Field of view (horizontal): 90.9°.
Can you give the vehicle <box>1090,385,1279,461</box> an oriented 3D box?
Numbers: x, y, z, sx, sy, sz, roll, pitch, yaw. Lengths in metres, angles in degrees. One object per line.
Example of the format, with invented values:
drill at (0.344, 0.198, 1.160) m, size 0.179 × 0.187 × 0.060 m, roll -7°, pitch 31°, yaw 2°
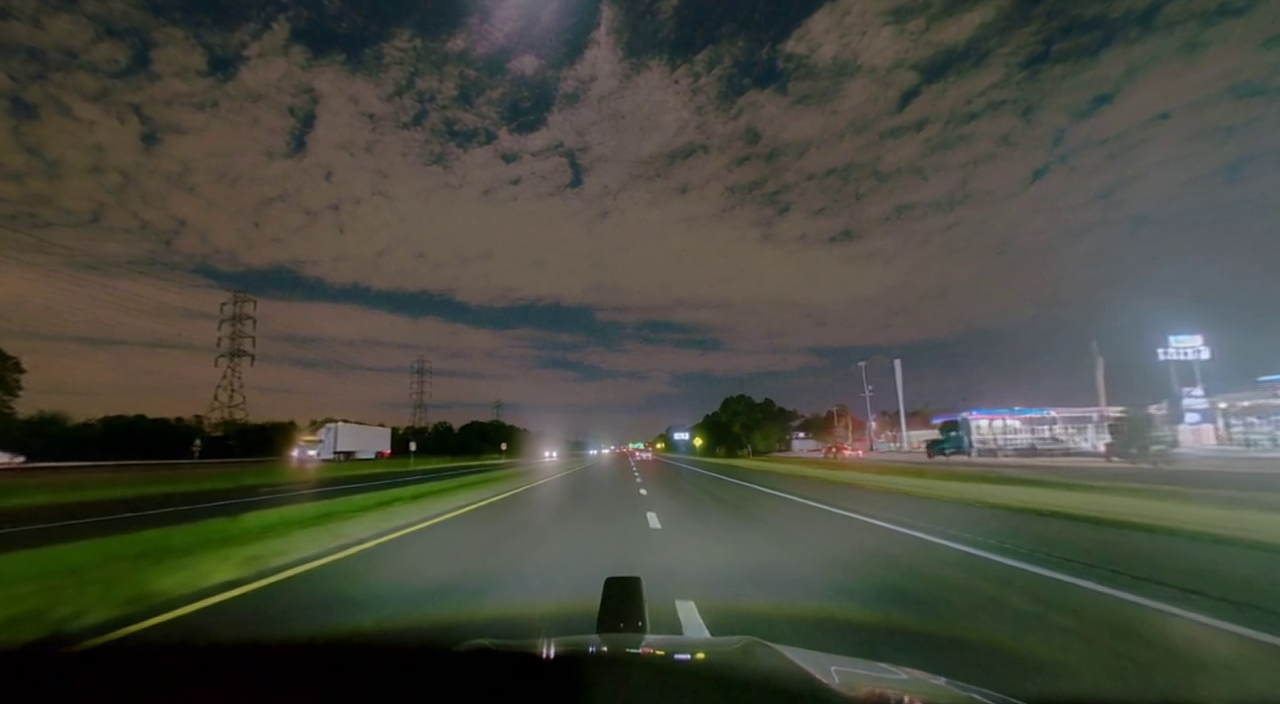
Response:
vehicle at (32.819, 4.113, 35.602) m, size 11.409 × 3.946 × 3.092 m, roll -8°, pitch -12°, yaw 44°
